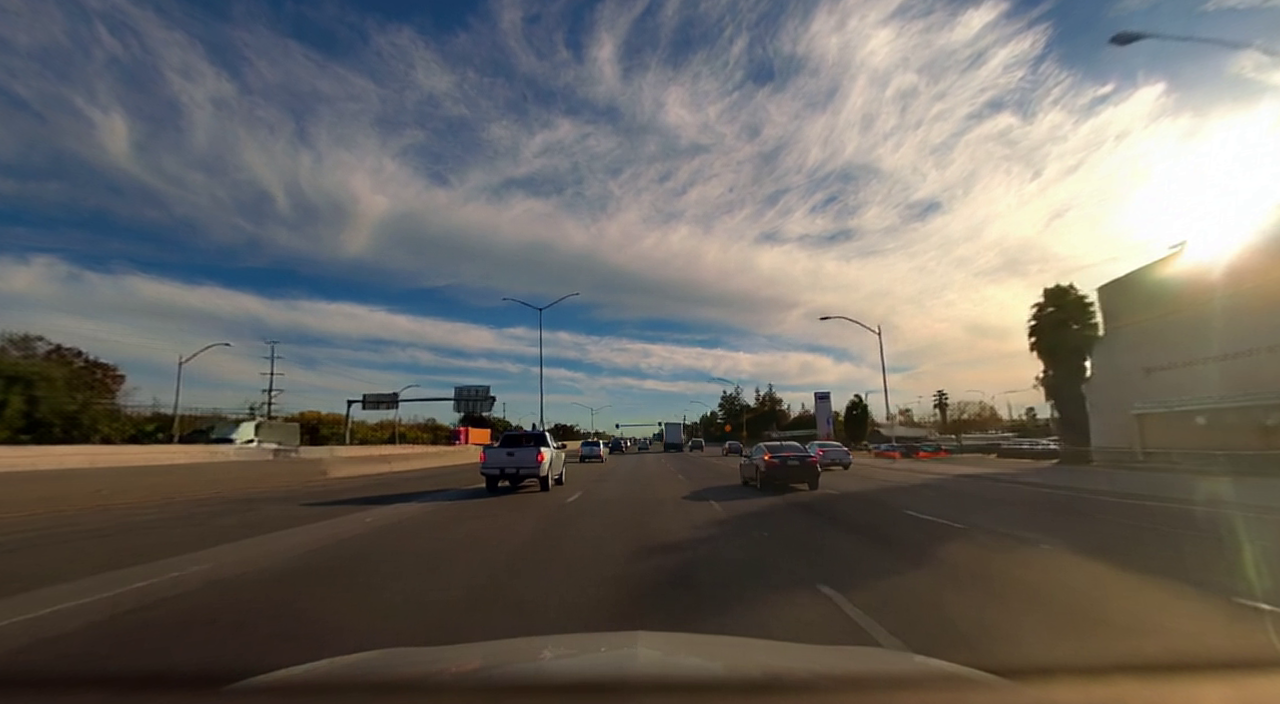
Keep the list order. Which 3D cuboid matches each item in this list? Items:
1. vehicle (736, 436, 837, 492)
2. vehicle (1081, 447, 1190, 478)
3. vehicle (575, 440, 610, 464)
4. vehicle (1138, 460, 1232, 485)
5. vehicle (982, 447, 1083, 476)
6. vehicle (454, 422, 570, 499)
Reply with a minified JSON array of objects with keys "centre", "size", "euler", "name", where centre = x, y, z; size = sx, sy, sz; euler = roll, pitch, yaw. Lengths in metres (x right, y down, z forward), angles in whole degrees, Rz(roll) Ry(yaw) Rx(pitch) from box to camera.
[{"centre":[4.349,3.396,19.429],"size":[1.980,1.501,4.433],"euler":[0,-9,-1],"name":"vehicle"},{"centre":[35.545,7.955,45.308],"size":[5.651,1.888,2.384],"euler":[-3,-9,1],"name":"vehicle"},{"centre":[-3.117,6.670,42.087],"size":[1.929,1.521,4.097],"euler":[0,-9,1],"name":"vehicle"},{"centre":[35.659,7.894,41.262],"size":[4.215,1.501,1.849],"euler":[-1,-9,6],"name":"vehicle"},{"centre":[29.099,8.123,46.858],"size":[5.824,2.108,2.304],"euler":[0,-9,2],"name":"vehicle"},{"centre":[-3.281,2.899,17.167],"size":[2.130,1.799,4.583],"euler":[0,-9,1],"name":"vehicle"}]
